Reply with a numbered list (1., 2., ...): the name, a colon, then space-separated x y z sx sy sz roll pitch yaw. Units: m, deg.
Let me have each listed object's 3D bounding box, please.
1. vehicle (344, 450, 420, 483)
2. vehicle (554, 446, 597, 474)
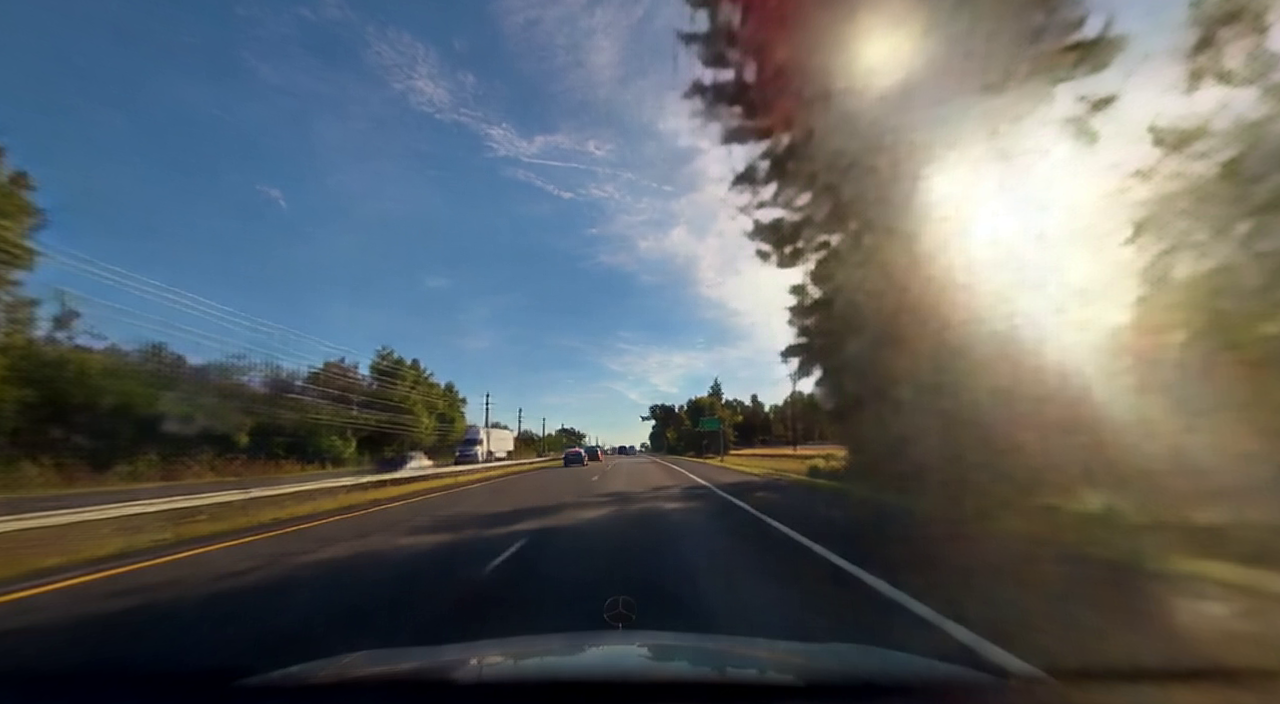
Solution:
1. vehicle: -12.744 5.642 31.241 1.923 1.482 4.325 0 -9 0
2. vehicle: -3.797 6.473 37.622 2.123 1.545 4.404 0 -9 0
